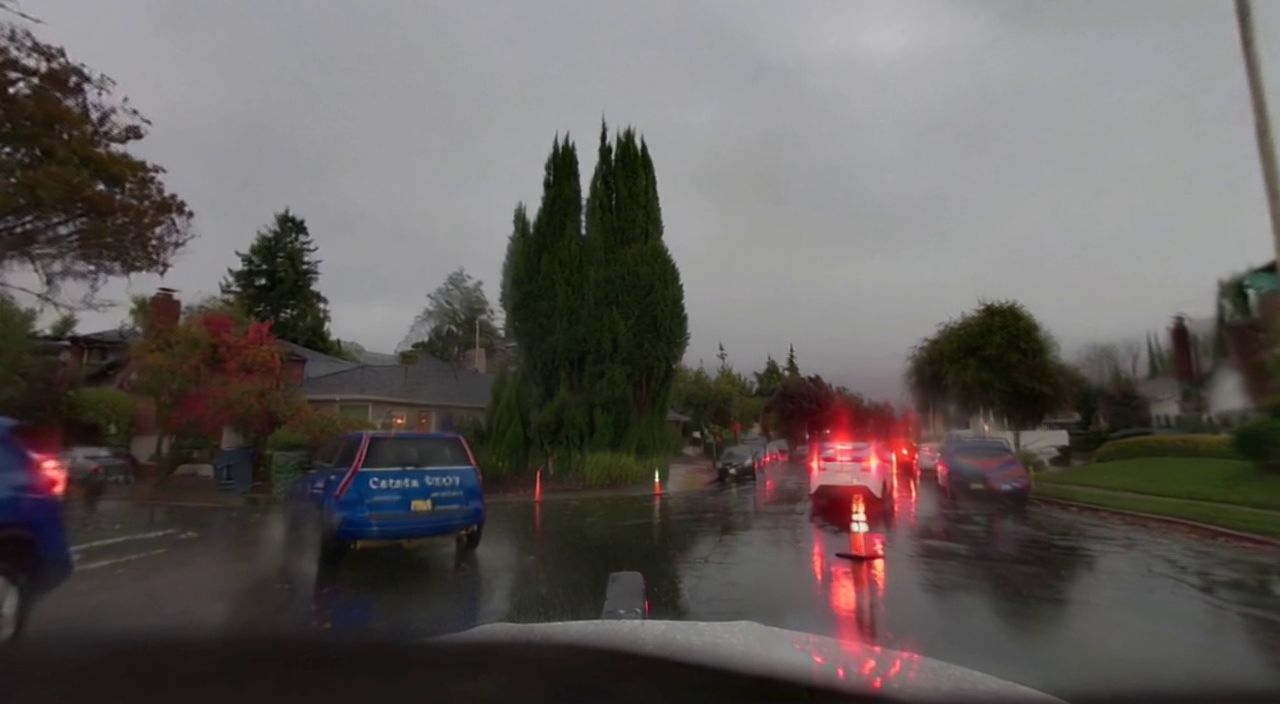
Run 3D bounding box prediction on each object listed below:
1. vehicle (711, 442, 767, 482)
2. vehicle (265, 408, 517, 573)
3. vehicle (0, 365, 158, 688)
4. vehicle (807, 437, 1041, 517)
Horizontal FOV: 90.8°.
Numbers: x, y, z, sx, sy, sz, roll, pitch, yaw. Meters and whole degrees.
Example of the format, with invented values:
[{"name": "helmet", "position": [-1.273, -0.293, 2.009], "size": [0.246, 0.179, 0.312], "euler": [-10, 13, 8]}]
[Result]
[{"name": "vehicle", "position": [4.811, 5.188, 30.241], "size": [2.014, 1.742, 4.297], "euler": [-3, -9, 16]}, {"name": "vehicle", "position": [-3.773, 1.824, 9.158], "size": [2.350, 1.748, 4.094], "euler": [6, -10, -36]}, {"name": "vehicle", "position": [-4.819, 0.868, 2.547], "size": [2.471, 1.892, 4.952], "euler": [1, -9, -10]}, {"name": "vehicle", "position": [6.621, 2.850, 14.925], "size": [4.656, 1.577, 2.099], "euler": [1, -8, -15]}]
